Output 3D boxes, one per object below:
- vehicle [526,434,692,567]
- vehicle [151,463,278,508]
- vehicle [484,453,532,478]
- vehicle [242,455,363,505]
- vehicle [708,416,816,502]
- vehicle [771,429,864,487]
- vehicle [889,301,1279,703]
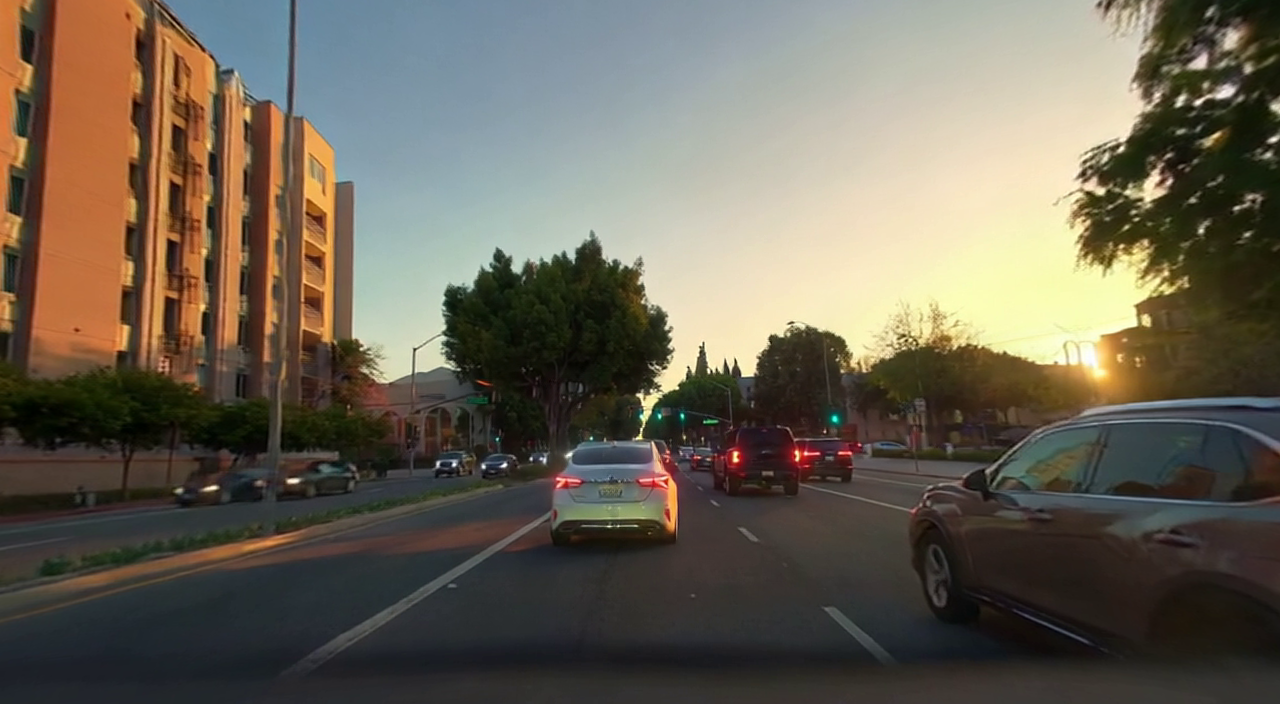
[{"bbox_3d":[-0.362,2.198,10.079,2.111,1.676,4.018,0,-9,1],"label":"vehicle"},{"bbox_3d":[-16.284,5.099,24.341,1.853,1.485,4.221,0,-9,1],"label":"vehicle"},{"bbox_3d":[-8.434,7.275,40.546,2.050,1.498,4.238,0,-9,2],"label":"vehicle"},{"bbox_3d":[-12.533,4.752,23.715,1.926,1.598,4.509,0,-9,2],"label":"vehicle"},{"bbox_3d":[3.851,3.540,21.151,2.516,2.481,5.766,0,-9,1],"label":"vehicle"},{"bbox_3d":[7.596,4.607,27.630,2.627,2.252,5.236,0,-9,1],"label":"vehicle"},{"bbox_3d":[3.264,1.001,3.470,1.982,1.960,4.427,0,-9,1],"label":"vehicle"}]
